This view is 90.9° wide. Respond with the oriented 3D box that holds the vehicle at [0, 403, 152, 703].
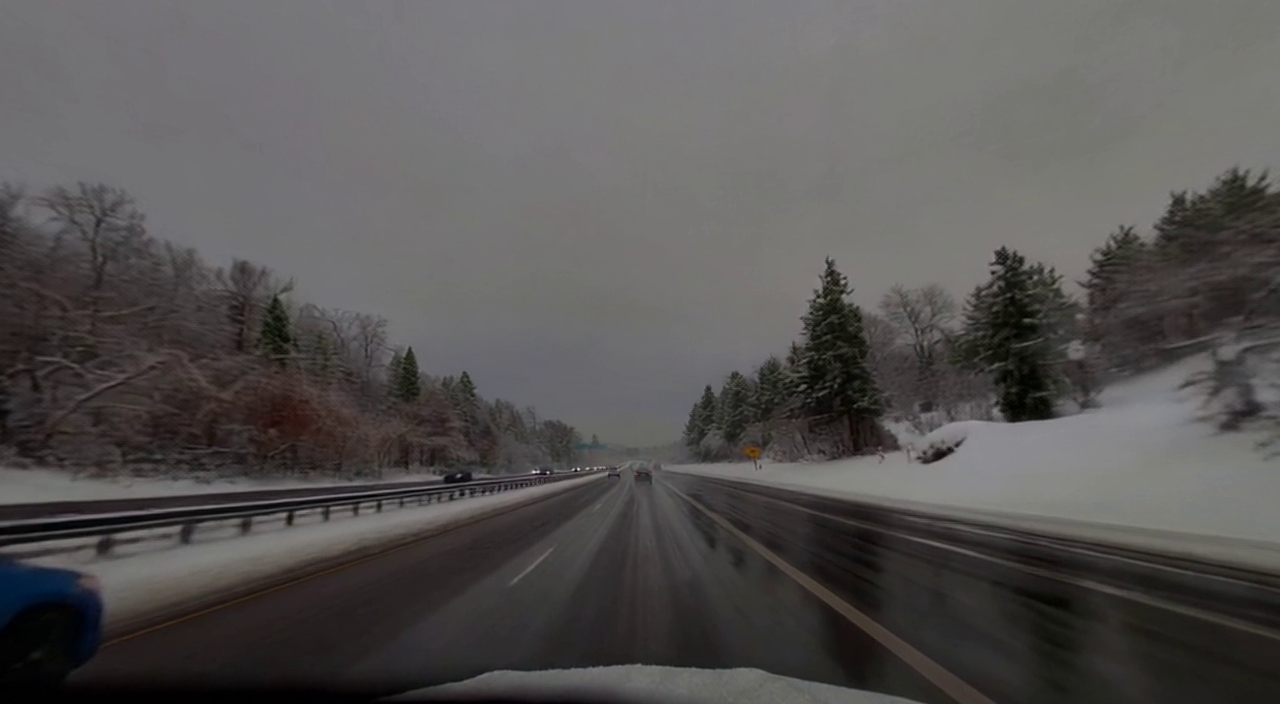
[{"bbox_3d":[-3.842,0.735,1.484,2.041,1.508,4.075,1,-11,0],"label":"vehicle"}]
